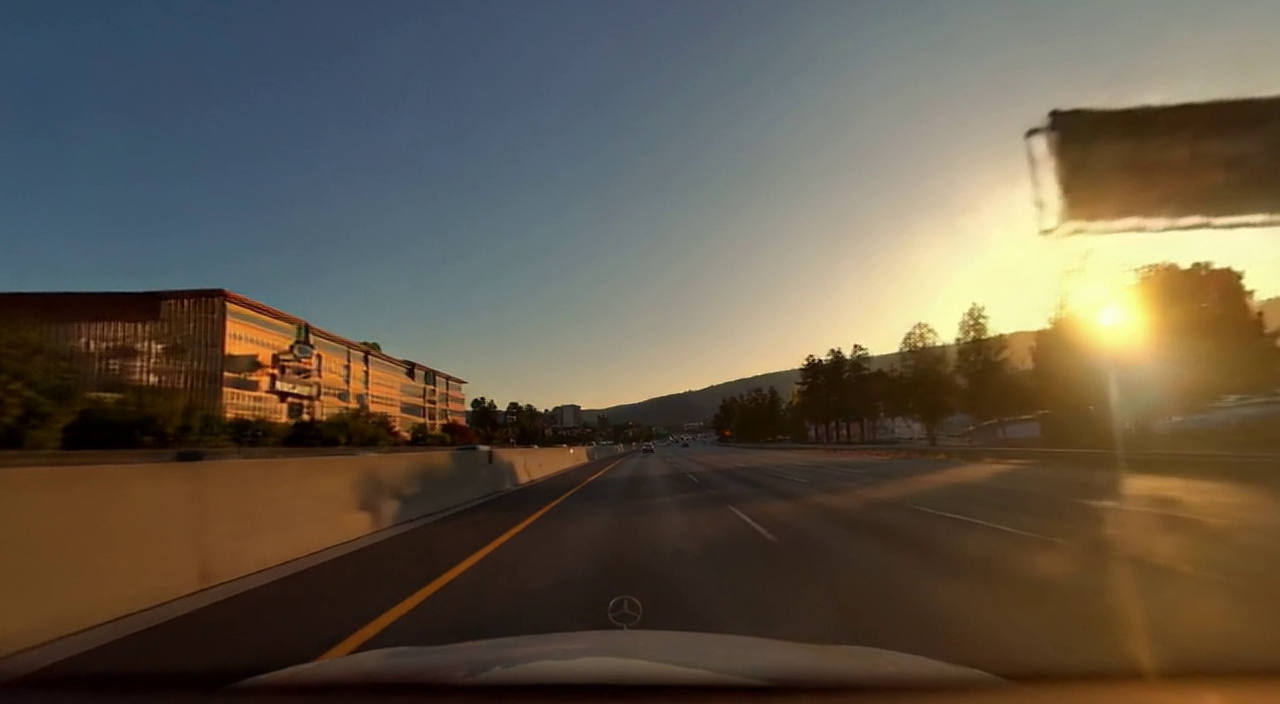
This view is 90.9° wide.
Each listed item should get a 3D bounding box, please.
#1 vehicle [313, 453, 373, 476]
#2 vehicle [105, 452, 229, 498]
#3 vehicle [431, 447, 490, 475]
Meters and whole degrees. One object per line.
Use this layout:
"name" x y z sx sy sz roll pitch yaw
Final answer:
"vehicle" -21.074 7.994 44.996 1.912 1.479 4.749 0 -9 1
"vehicle" -19.165 4.951 25.824 2.005 1.665 4.018 0 -9 -1
"vehicle" -10.592 6.427 37.565 2.021 1.503 4.874 0 -9 0
